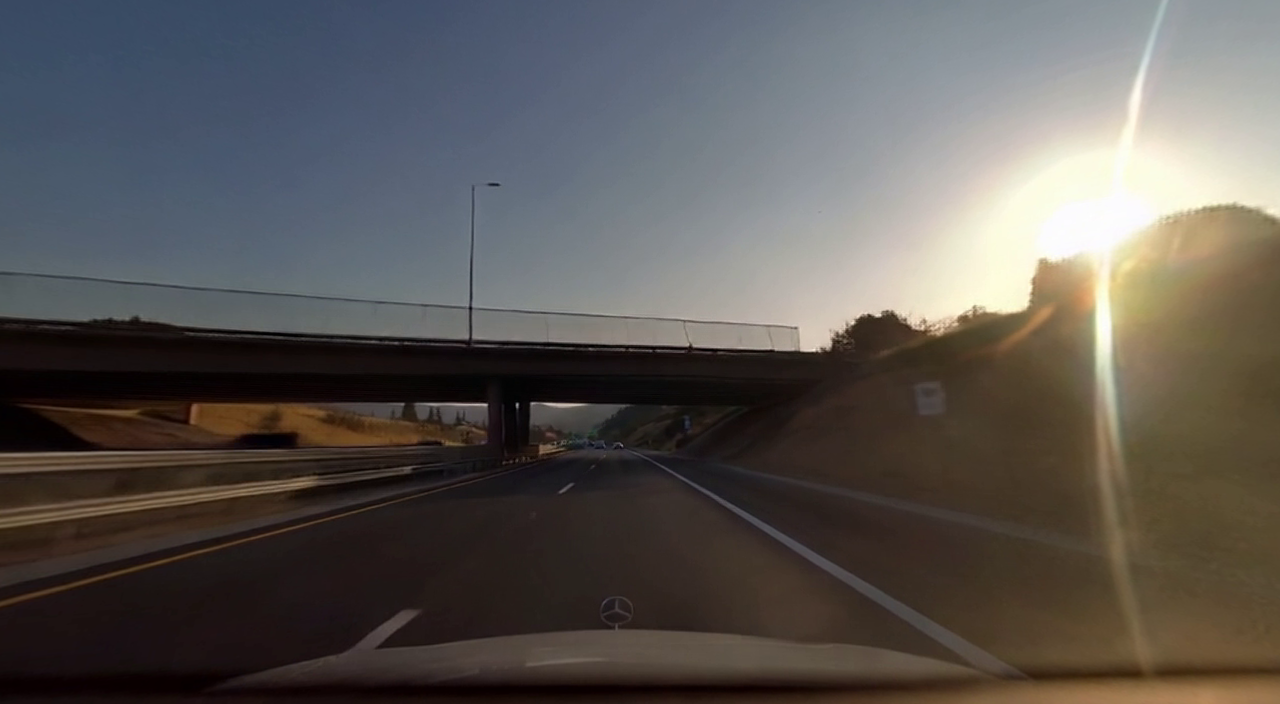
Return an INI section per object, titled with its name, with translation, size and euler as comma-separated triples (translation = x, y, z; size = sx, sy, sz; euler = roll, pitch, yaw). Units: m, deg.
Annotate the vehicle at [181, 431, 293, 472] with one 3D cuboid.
[vehicle]
translation = -16.795, 4.154, 26.510
size = 1.877, 1.573, 4.360
euler = 0, -8, -1
